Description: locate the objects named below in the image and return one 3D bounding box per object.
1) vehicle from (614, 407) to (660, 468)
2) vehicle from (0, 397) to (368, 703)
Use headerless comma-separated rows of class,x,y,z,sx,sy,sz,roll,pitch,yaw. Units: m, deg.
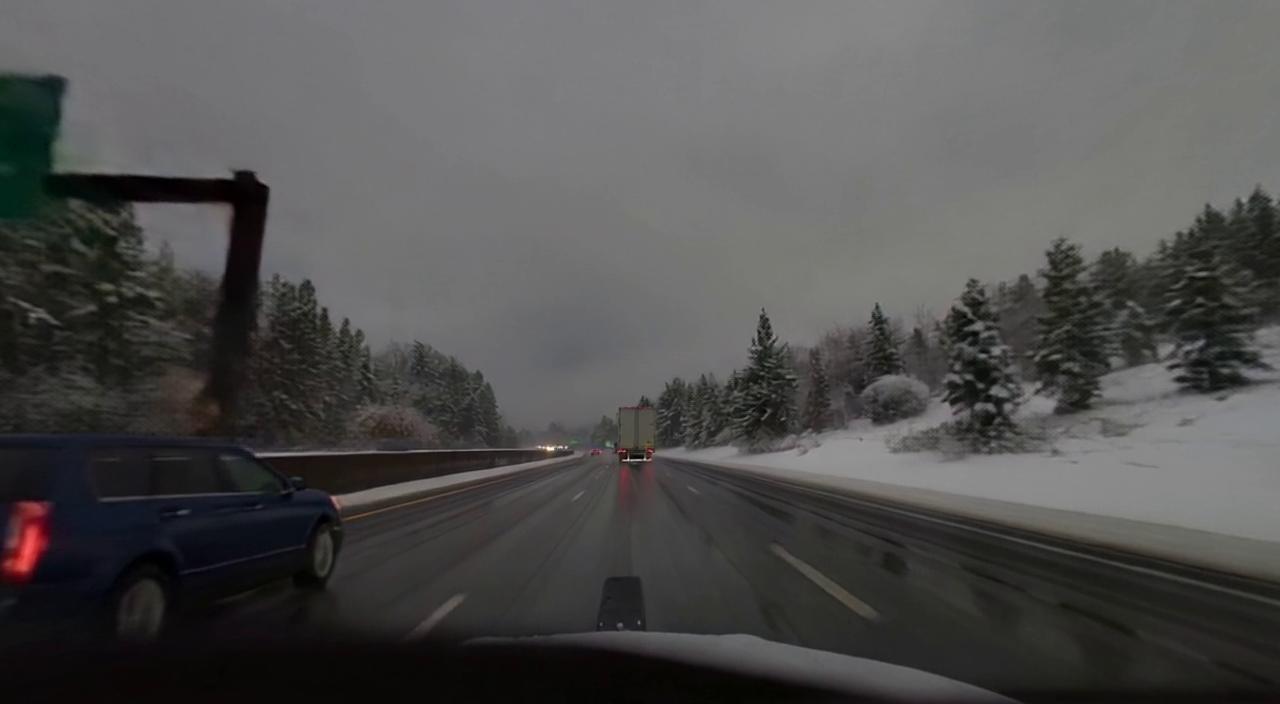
vehicle,-0.425,6.456,46.948,2.962,3.953,10.696,0,-9,-3
vehicle,-3.843,1.145,4.004,2.080,1.488,4.781,0,-9,0
